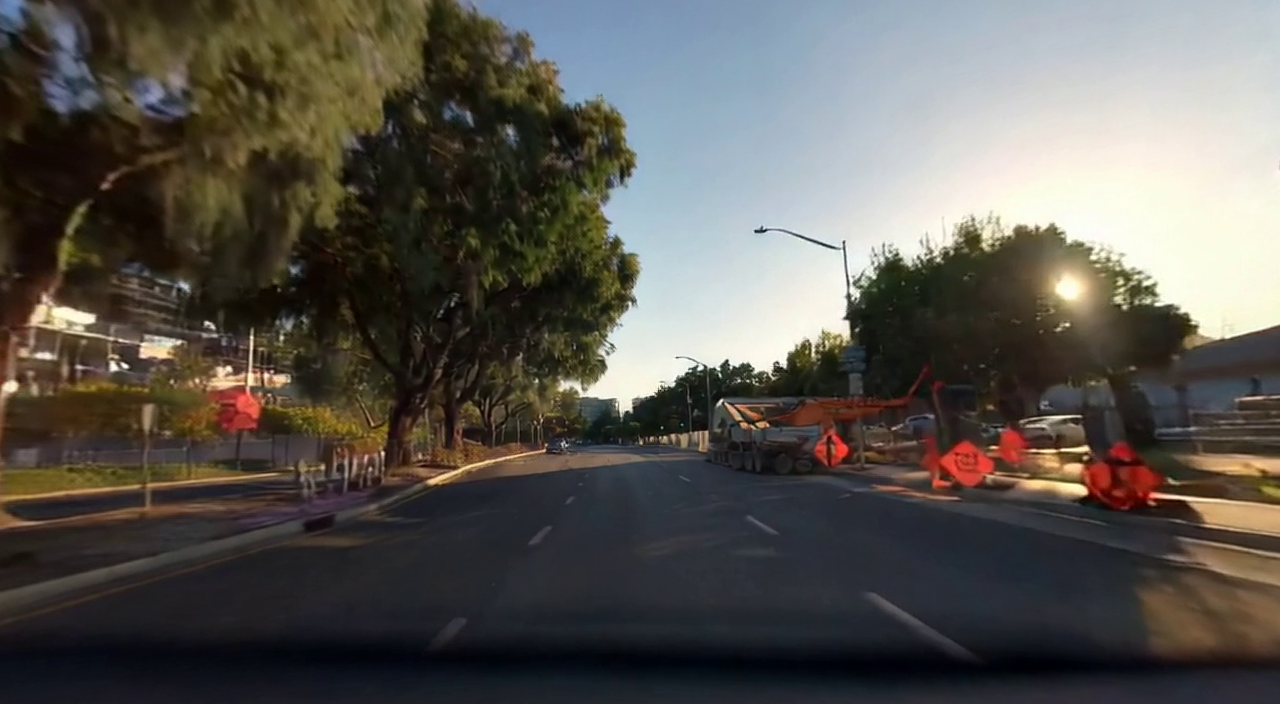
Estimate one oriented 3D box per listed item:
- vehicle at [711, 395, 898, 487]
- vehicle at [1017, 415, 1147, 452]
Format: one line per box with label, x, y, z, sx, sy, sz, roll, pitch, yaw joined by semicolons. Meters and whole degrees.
vehicle;5.944;3.479;24.520;3.060;2.963;7.552;3;-9;-22
vehicle;25.527;4.788;36.661;2.420;1.790;5.514;0;-8;-34
